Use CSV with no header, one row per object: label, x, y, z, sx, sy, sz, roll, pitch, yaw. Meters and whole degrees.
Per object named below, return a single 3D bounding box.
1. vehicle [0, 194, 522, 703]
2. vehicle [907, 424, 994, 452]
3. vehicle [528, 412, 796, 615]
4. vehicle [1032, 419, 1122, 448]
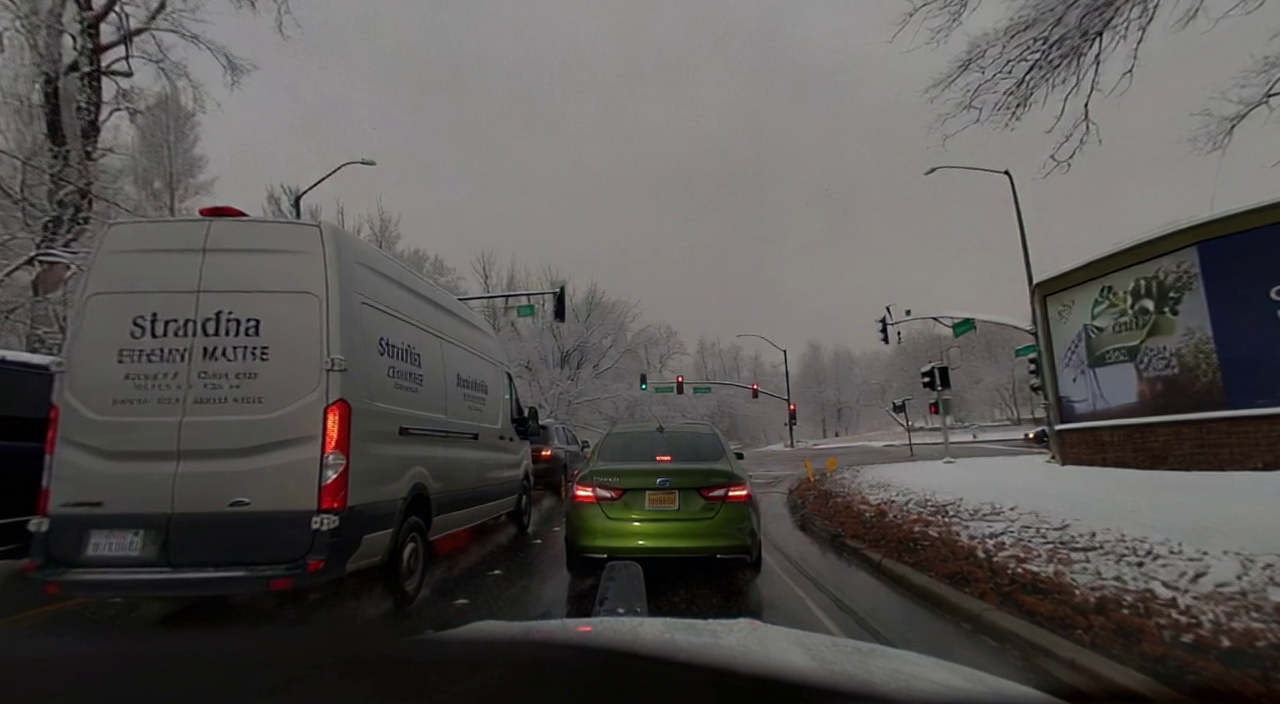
vehicle,-3.078,0.953,6.458,2.555,3.035,5.702,0,-8,0
vehicle,21.930,6.101,44.518,5.021,1.848,2.210,1,-9,-9
vehicle,0.365,1.757,7.849,2.398,1.773,4.254,-1,-8,5
vehicle,32.001,6.023,46.164,5.084,2.041,2.360,2,-9,-9
